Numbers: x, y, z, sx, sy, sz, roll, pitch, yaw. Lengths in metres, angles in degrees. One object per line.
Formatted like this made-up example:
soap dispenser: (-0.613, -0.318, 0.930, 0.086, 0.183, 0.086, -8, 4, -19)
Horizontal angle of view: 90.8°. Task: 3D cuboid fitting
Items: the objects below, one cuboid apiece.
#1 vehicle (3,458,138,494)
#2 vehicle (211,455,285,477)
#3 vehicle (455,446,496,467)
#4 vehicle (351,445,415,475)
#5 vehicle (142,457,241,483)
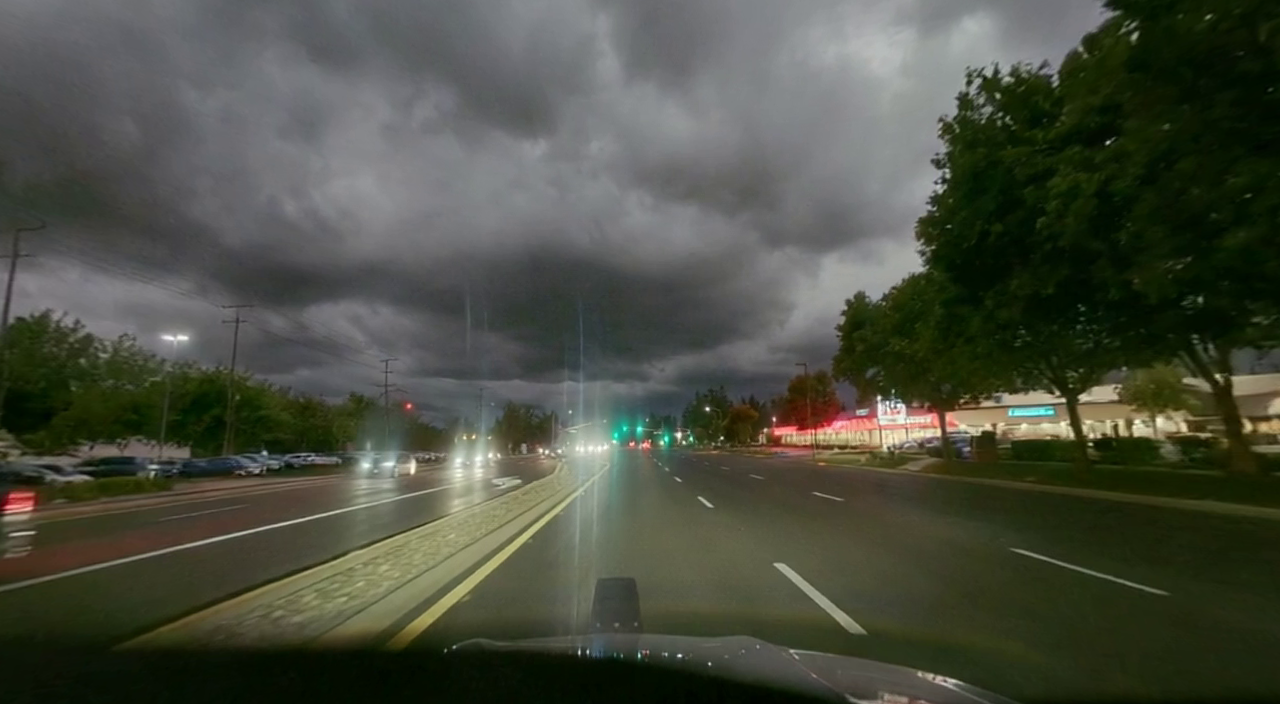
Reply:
vehicle: (-27.777, 6.064, 31.030, 4.495, 1.460, 1.853, 2, -11, -26)
vehicle: (-28.517, 8.293, 46.084, 4.318, 1.499, 2.021, 4, -10, -26)
vehicle: (-12.007, 7.647, 46.399, 1.866, 1.518, 4.240, 0, -9, 0)
vehicle: (-15.611, 6.574, 38.673, 2.060, 1.748, 4.384, 0, -9, 0)
vehicle: (-28.280, 7.436, 40.065, 4.766, 1.489, 2.092, 5, -10, -27)
